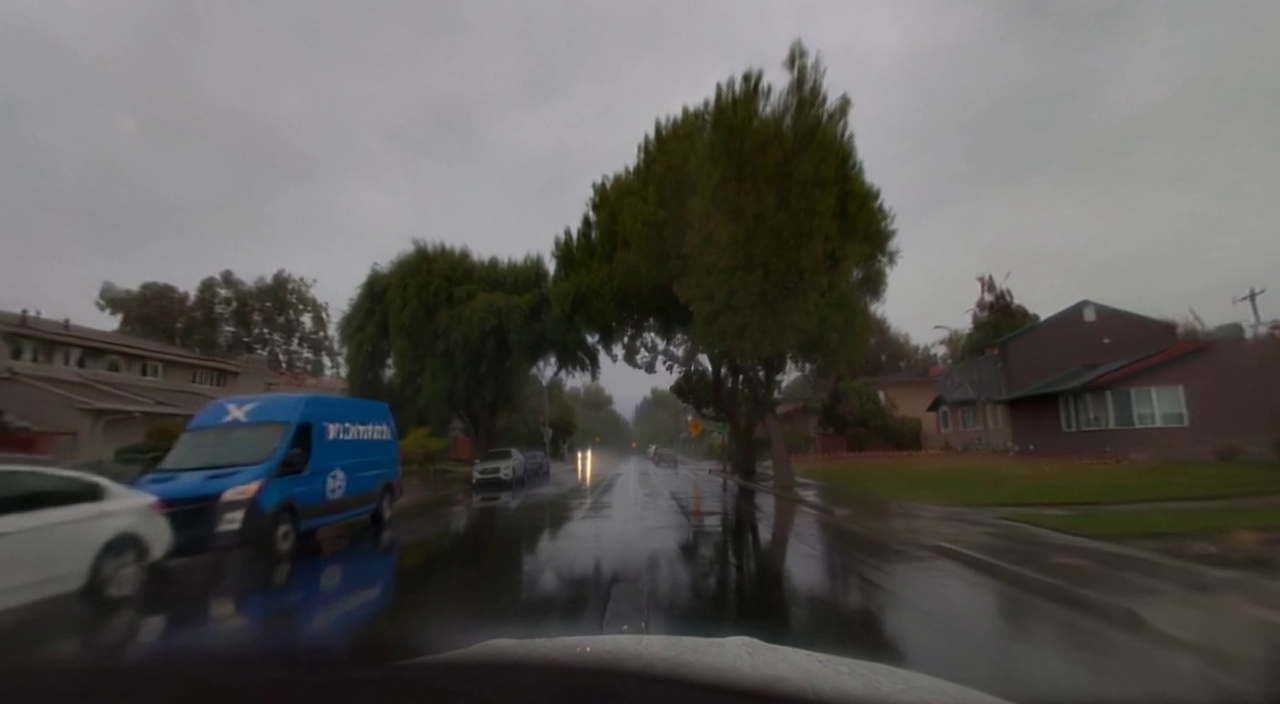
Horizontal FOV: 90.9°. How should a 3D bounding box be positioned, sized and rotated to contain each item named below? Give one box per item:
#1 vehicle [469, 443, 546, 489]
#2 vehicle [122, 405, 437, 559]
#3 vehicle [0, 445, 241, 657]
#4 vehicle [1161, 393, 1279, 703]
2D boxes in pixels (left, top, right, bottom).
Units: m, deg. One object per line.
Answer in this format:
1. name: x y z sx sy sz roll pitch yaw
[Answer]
1. vehicle: -5.021 4.344 24.500 2.038 1.571 4.524 0 -8 0
2. vehicle: -5.640 2.099 11.070 2.315 2.008 5.343 0 -8 0
3. vehicle: -5.620 1.503 4.890 1.909 1.517 4.580 0 -8 2
4. vehicle: 3.197 0.643 0.343 1.945 1.514 4.552 0 -8 0
